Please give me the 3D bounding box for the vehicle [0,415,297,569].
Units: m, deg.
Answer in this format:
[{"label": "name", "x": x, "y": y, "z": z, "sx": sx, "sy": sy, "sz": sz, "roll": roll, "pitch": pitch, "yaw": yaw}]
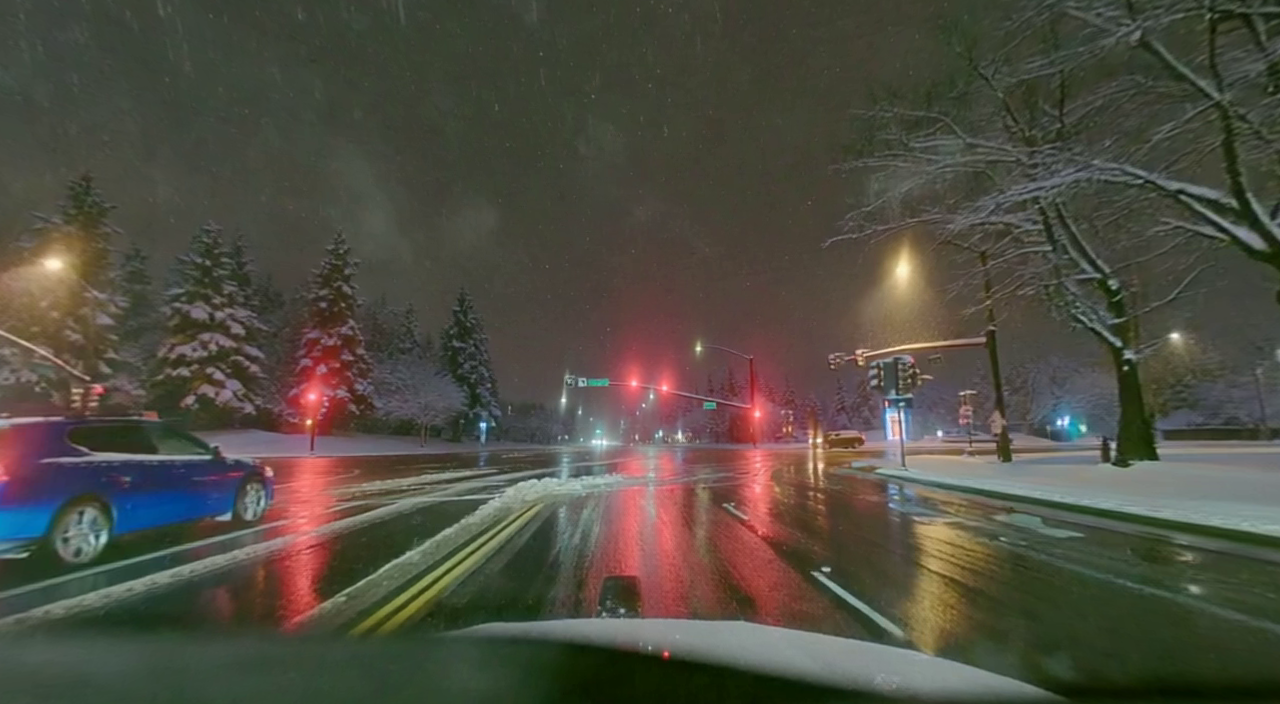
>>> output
[{"label": "vehicle", "x": -7.190, "y": 1.762, "z": 8.820, "sx": 1.904, "sy": 1.497, "sz": 5.154, "roll": 0, "pitch": -9, "yaw": 0}]
